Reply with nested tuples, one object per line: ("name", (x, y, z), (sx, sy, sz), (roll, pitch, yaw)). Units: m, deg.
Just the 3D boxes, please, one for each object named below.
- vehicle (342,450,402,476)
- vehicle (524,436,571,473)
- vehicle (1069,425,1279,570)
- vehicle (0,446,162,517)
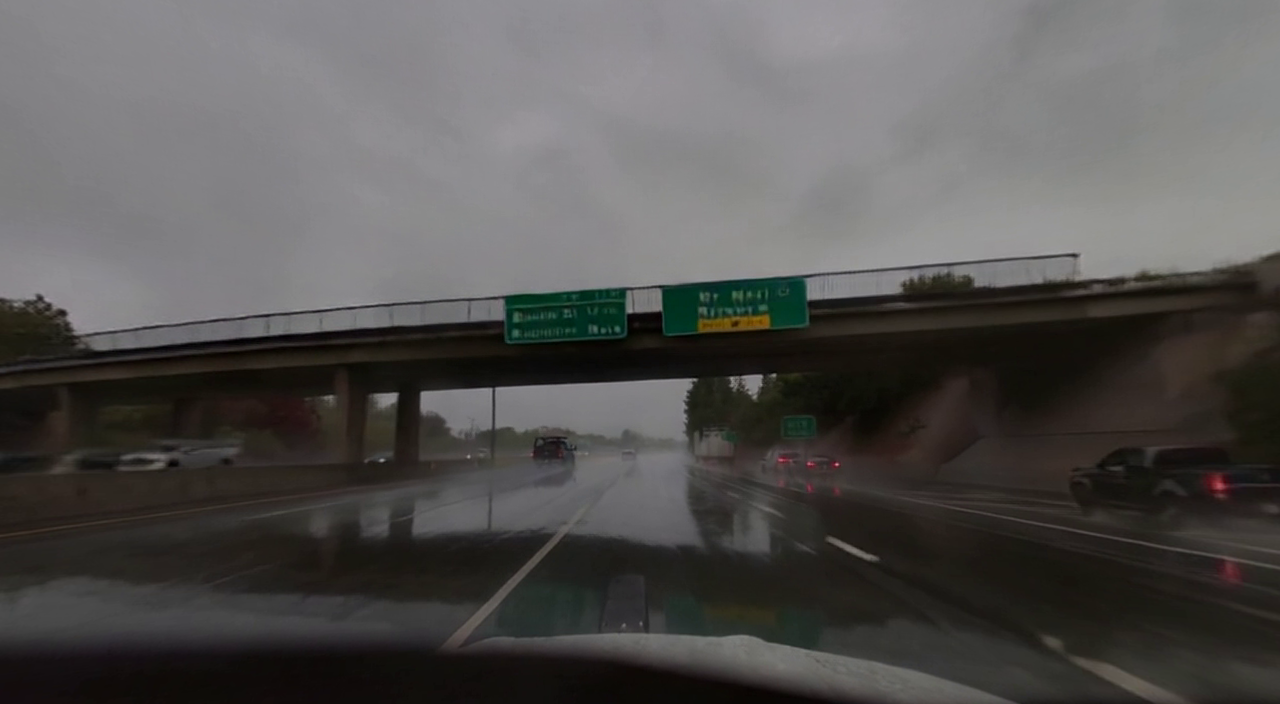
("vehicle", (-19.844, 8.189, 46.890), (2.442, 1.756, 4.528), (0, -9, 0))
("vehicle", (-6.301, 7.043, 43.632), (2.264, 2.379, 5.248), (-1, -9, 2))
("vehicle", (9.783, 2.268, 10.562), (2.146, 1.929, 4.388), (-1, -9, 2))
("vehicle", (-16.469, 3.566, 17.970), (2.051, 1.715, 4.579), (0, -9, 1))
